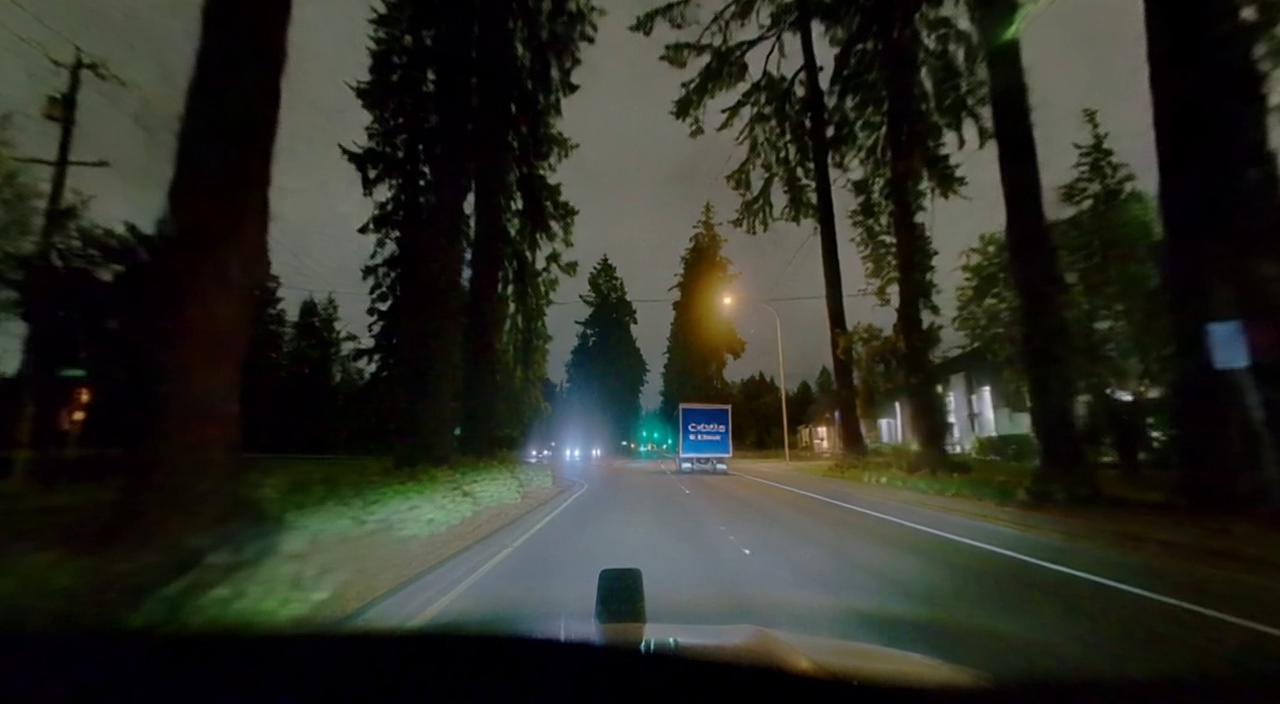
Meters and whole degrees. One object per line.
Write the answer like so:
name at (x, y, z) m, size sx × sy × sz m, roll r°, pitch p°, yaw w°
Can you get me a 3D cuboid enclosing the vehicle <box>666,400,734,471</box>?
vehicle at (3.413, 5.186, 38.638) m, size 2.973 × 3.848 × 9.336 m, roll 0°, pitch -8°, yaw -2°
